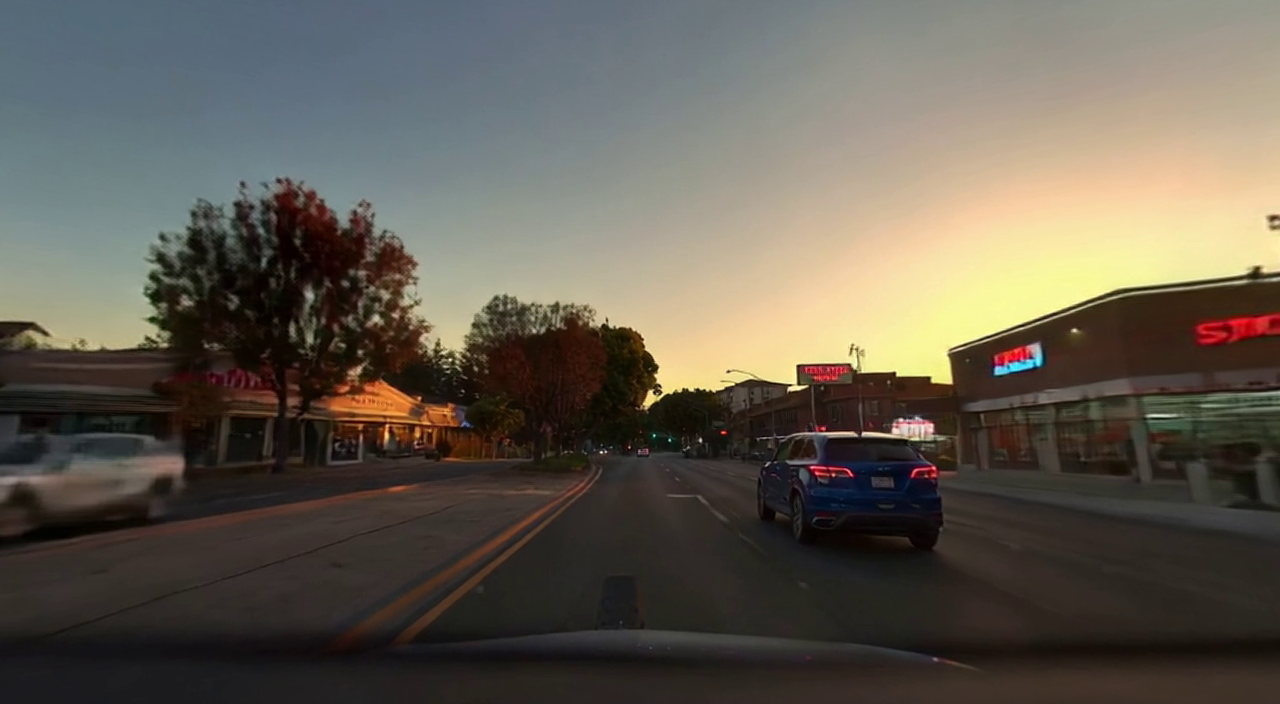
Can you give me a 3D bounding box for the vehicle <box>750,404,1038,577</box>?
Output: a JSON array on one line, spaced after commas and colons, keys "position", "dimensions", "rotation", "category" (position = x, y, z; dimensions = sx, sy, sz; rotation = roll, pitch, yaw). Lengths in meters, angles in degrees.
[{"position": [3.082, 1.809, 9.032], "dimensions": [2.130, 1.790, 4.615], "rotation": [1, -9, -1], "category": "vehicle"}]
